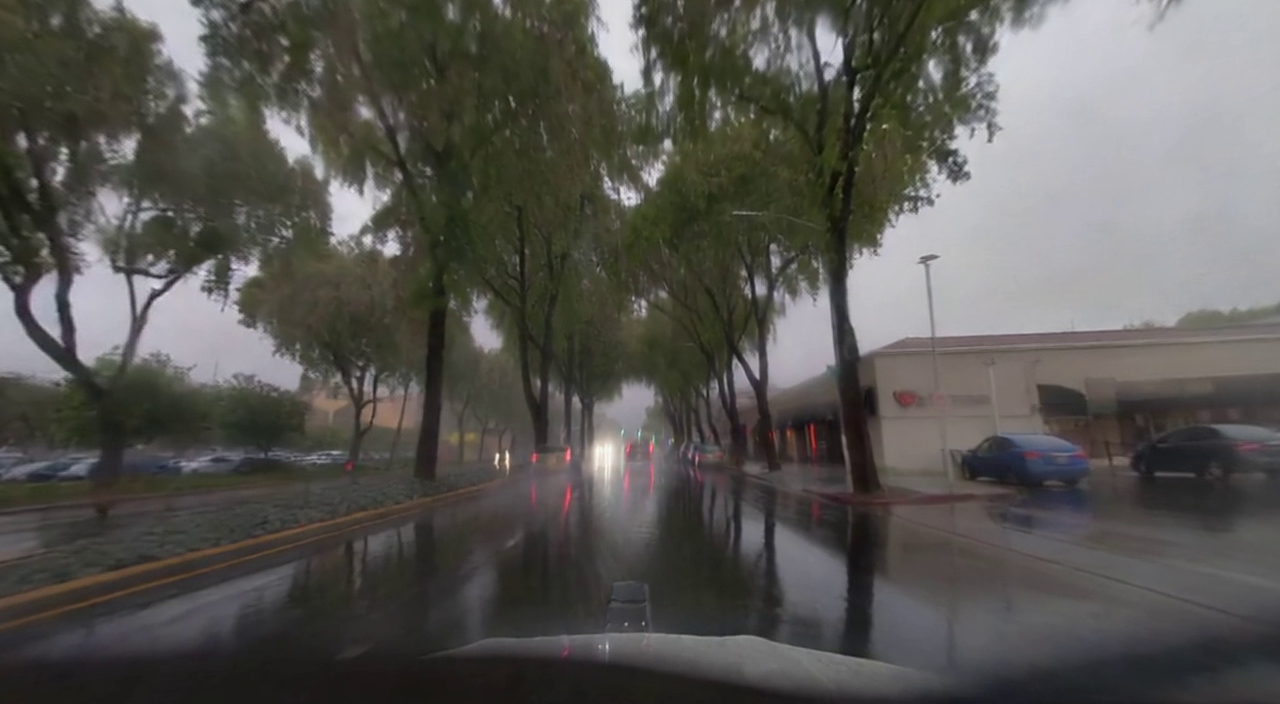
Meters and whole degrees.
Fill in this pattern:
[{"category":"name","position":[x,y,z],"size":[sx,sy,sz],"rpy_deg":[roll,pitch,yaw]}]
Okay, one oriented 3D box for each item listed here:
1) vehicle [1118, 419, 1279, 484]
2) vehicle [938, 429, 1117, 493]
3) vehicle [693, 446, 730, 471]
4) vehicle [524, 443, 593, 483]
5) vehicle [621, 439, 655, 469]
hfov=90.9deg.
[{"category":"vehicle","position":[15.483,2.631,16.779],"size":[2.000,1.494,4.382],"rpy_deg":[0,-8,-1]},{"category":"vehicle","position":[10.194,2.905,17.107],"size":[1.998,1.494,4.411],"rpy_deg":[0,-8,-1]},{"category":"vehicle","position":[4.502,6.756,40.283],"size":[1.896,1.451,4.329],"rpy_deg":[0,-8,0]},{"category":"vehicle","position":[-3.239,4.517,25.988],"size":[2.151,1.484,4.468],"rpy_deg":[0,-8,1]},{"category":"vehicle","position":[-0.147,6.576,40.780],"size":[2.075,1.770,4.018],"rpy_deg":[0,-8,-1]}]
